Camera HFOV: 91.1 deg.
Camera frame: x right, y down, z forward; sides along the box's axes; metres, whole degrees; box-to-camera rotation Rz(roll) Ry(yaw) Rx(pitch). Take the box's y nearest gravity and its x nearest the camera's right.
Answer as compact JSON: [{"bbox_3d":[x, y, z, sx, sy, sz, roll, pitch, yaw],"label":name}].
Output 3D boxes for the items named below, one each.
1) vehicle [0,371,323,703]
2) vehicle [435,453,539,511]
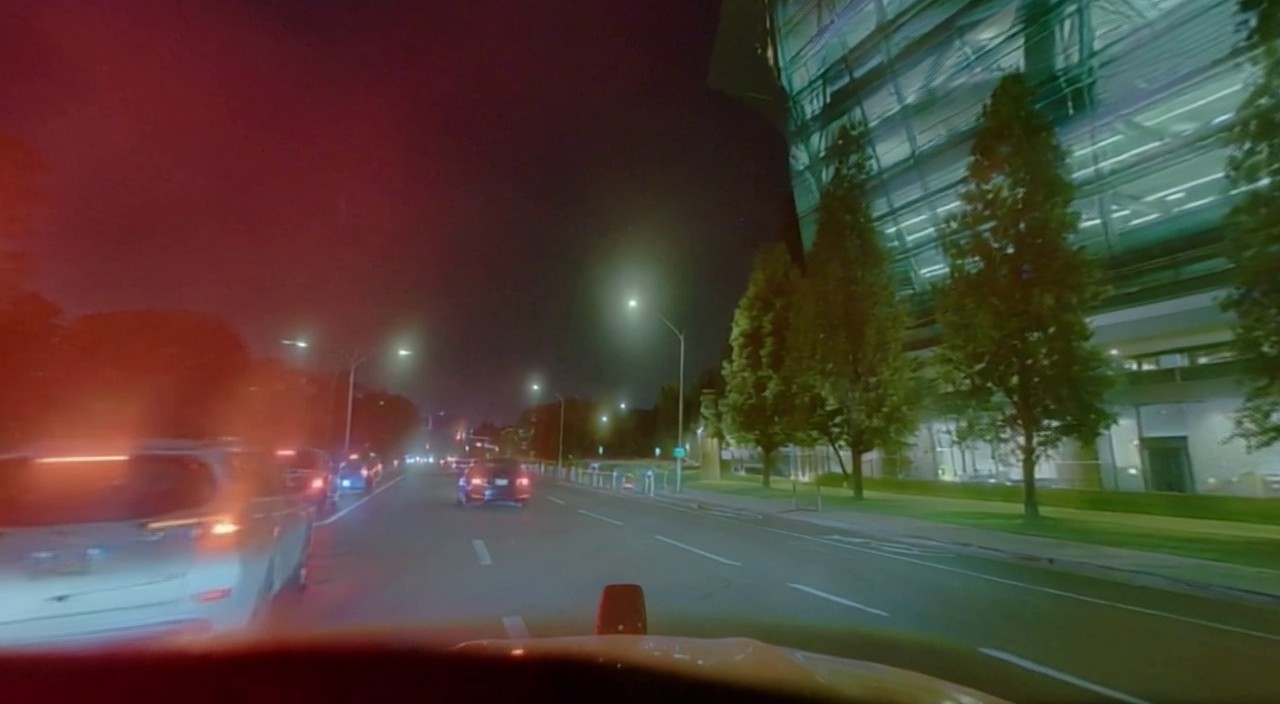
[{"bbox_3d":[-4.135,1.366,5.515,2.275,1.819,4.883,4,-10,-26],"label":"vehicle"},{"bbox_3d":[-4.956,3.987,19.748,2.205,1.537,4.895,6,-11,-24],"label":"vehicle"}]
